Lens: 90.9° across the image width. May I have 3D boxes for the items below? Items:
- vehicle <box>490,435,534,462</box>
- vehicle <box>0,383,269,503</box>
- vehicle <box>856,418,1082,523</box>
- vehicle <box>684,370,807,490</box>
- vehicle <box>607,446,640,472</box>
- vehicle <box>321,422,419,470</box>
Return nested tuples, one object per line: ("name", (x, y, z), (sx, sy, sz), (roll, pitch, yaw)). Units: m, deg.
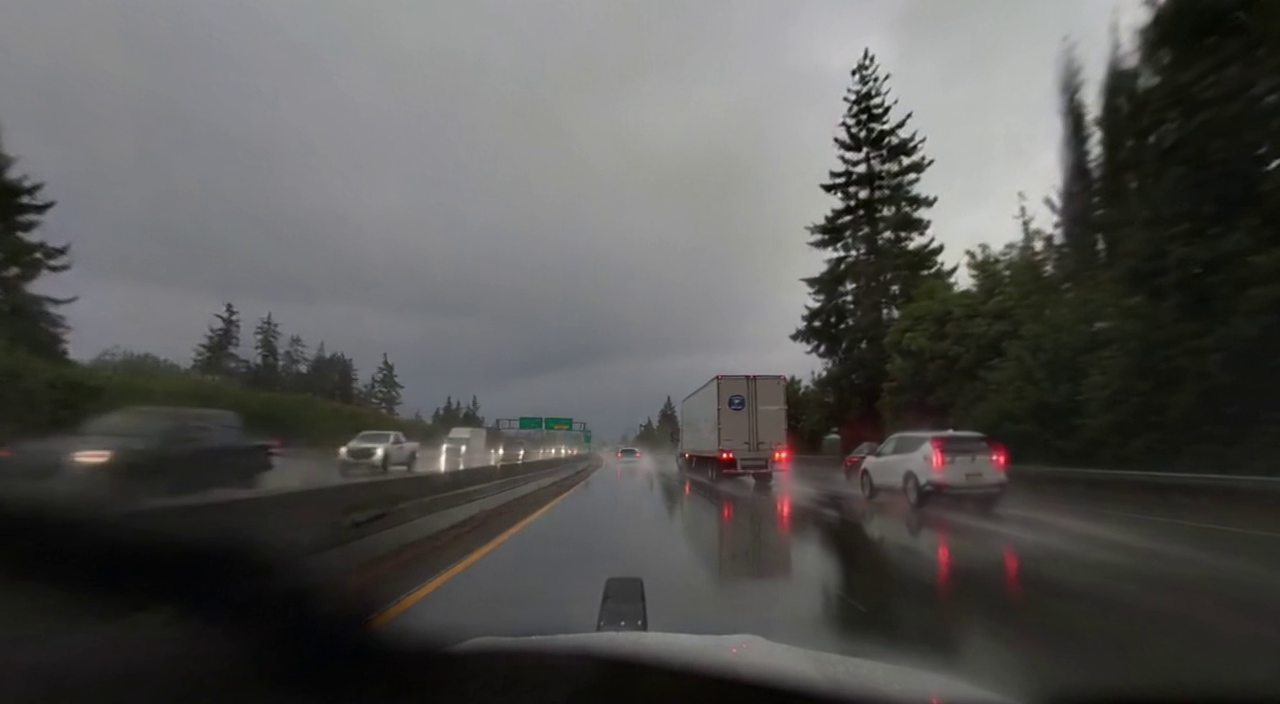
("vehicle", (-9.341, 7.103, 46.398), (2.221, 1.825, 4.781), (0, -9, -1))
("vehicle", (-8.712, 1.577, 10.814), (2.011, 1.632, 4.371), (0, -9, 0))
("vehicle", (6.825, 2.534, 13.964), (2.128, 1.872, 5.043), (0, -9, -2))
("vehicle", (4.000, 3.686, 28.140), (2.890, 4.006, 14.039), (0, -9, -1))
("vehicle", (-1.095, 7.035, 41.482), (2.111, 1.599, 3.859), (0, -9, -2))
("vehicle", (-12.204, 4.351, 29.025), (2.154, 2.002, 5.366), (0, -9, 0))
